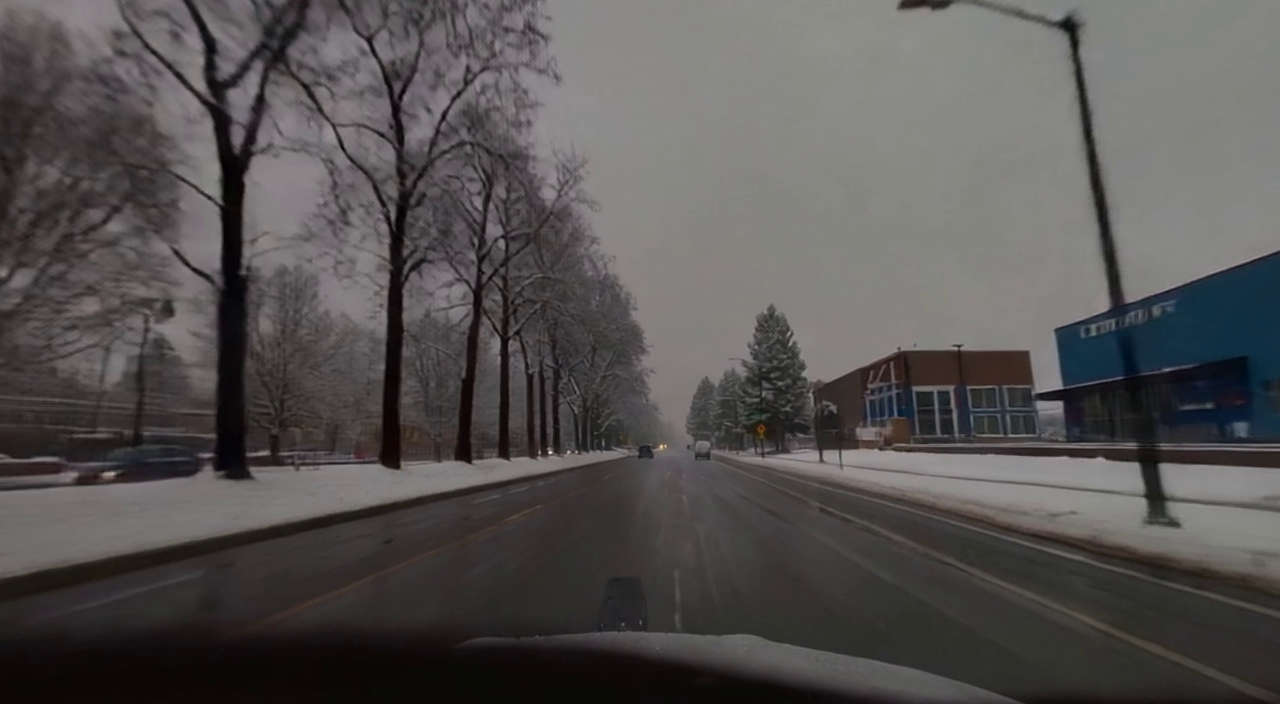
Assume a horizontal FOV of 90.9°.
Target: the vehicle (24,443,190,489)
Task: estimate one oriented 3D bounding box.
[{"bbox_3d":[-23.569,5.059,28.315,2.162,1.818,5.758,-1,-9,4],"label":"vehicle"}]
